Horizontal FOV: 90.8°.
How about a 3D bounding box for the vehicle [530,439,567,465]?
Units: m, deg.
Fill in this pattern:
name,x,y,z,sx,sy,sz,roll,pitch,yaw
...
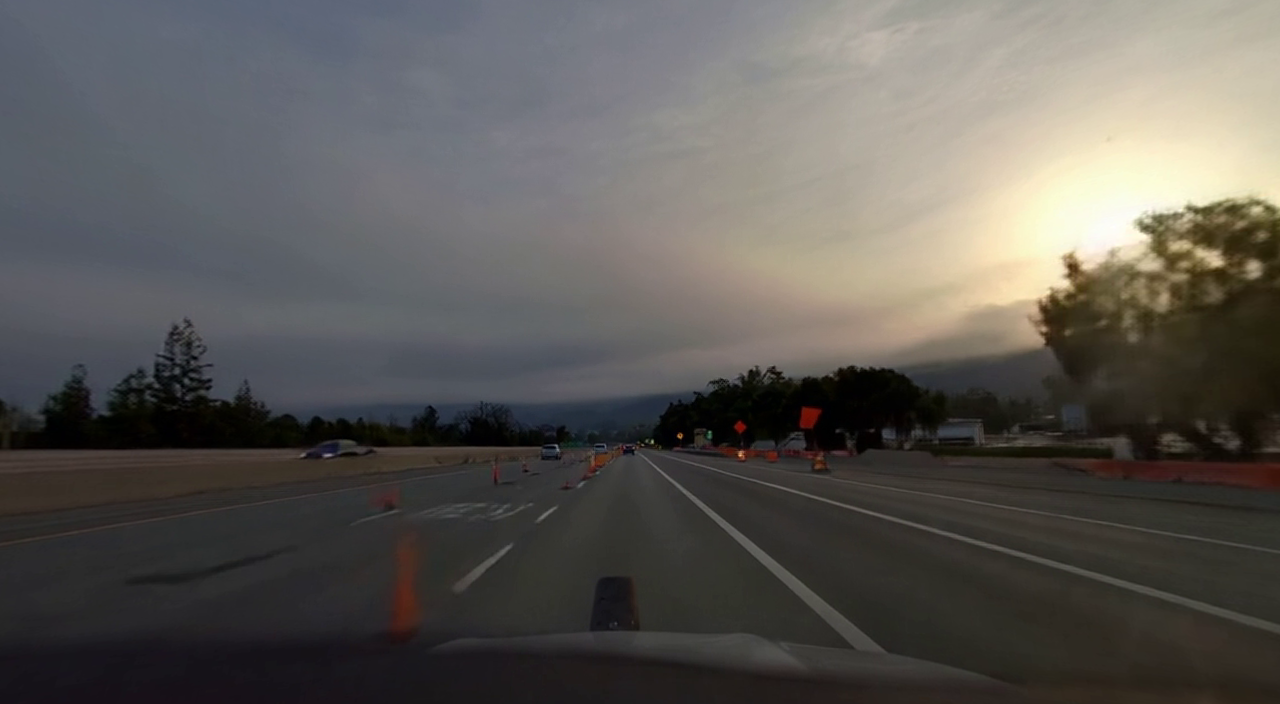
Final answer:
name,x,y,z,sx,sy,sz,roll,pitch,yaw
vehicle,-6.583,7.267,45.800,2.036,1.758,4.529,0,-9,0
